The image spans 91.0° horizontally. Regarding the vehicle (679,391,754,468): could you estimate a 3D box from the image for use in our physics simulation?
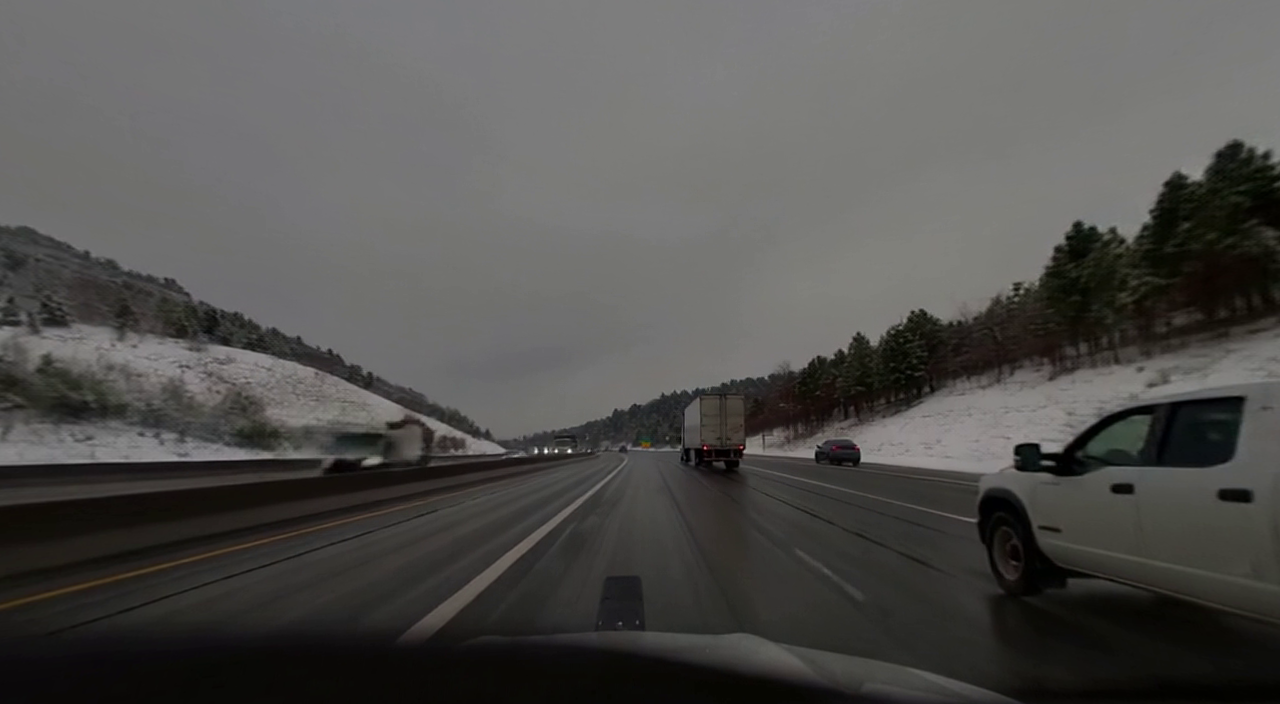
[{"bbox_3d":[4.304,4.839,38.190,3.049,3.968,10.706,0,-9,-1],"label":"vehicle"}]

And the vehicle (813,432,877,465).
[{"bbox_3d":[11.681,5.553,36.240,2.046,1.741,4.769,0,-9,-1],"label":"vehicle"}]

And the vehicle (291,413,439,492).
[{"bbox_3d":[-8.973,3.381,21.356,2.318,2.271,5.847,0,-9,0],"label":"vehicle"}]

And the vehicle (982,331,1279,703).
[{"bbox_3d":[3.811,0.816,2.914,2.055,1.737,4.224,0,-9,0],"label":"vehicle"}]
